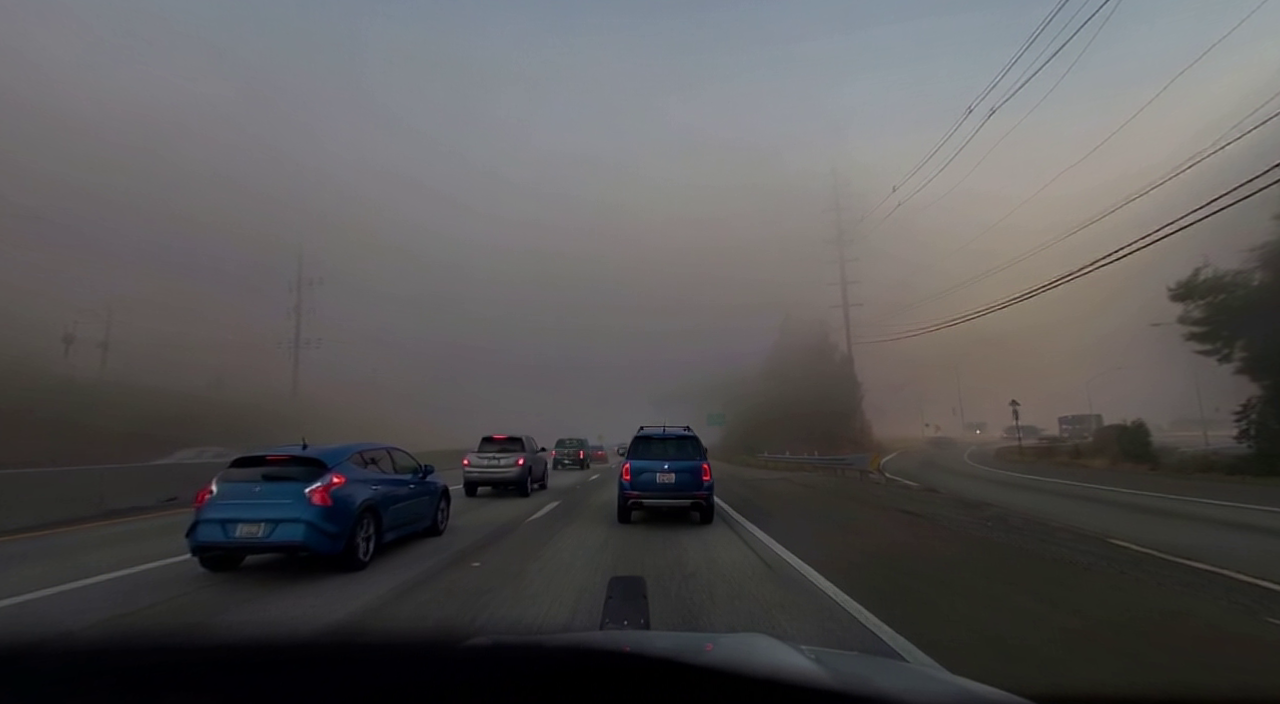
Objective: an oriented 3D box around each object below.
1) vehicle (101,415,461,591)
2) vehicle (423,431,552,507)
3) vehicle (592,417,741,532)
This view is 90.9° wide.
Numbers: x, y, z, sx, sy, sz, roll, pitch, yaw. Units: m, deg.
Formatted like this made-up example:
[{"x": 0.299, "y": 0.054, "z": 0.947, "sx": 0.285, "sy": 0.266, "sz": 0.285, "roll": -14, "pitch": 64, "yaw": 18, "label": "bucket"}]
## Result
[{"x": -3.815, "y": 1.665, "z": 7.739, "sx": 1.999, "sy": 1.563, "sz": 4.007, "roll": 0, "pitch": -9, "yaw": 1, "label": "vehicle"}, {"x": -3.651, "y": 2.902, "z": 16.068, "sx": 2.018, "sy": 1.621, "sz": 4.441, "roll": -1, "pitch": -9, "yaw": 2, "label": "vehicle"}, {"x": 0.455, "y": 2.126, "z": 11.396, "sx": 2.205, "sy": 1.691, "sz": 3.937, "roll": 0, "pitch": -9, "yaw": 2, "label": "vehicle"}]
